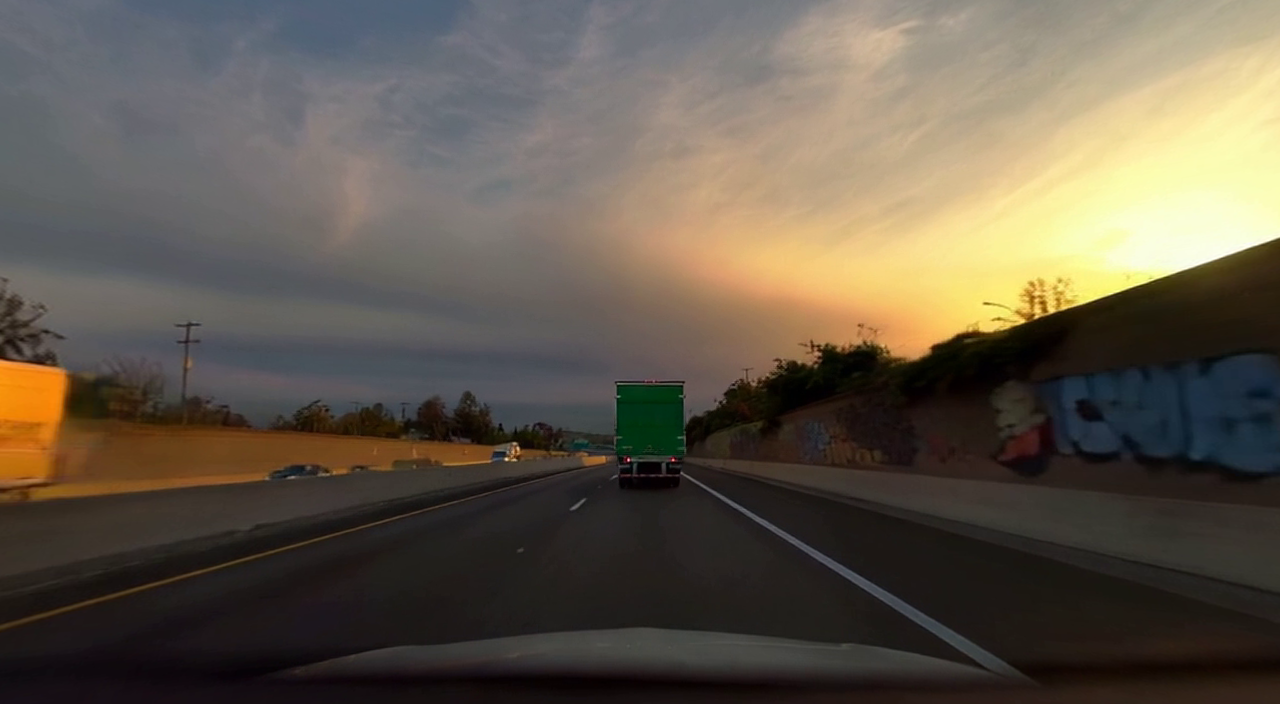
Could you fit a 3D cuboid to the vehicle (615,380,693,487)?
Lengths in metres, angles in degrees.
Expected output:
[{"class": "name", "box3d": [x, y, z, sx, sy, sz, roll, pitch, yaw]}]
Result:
[{"class": "vehicle", "box3d": [0.421, 3.811, 28.566, 2.900, 3.955, 10.151, 0, -9, -1]}]
